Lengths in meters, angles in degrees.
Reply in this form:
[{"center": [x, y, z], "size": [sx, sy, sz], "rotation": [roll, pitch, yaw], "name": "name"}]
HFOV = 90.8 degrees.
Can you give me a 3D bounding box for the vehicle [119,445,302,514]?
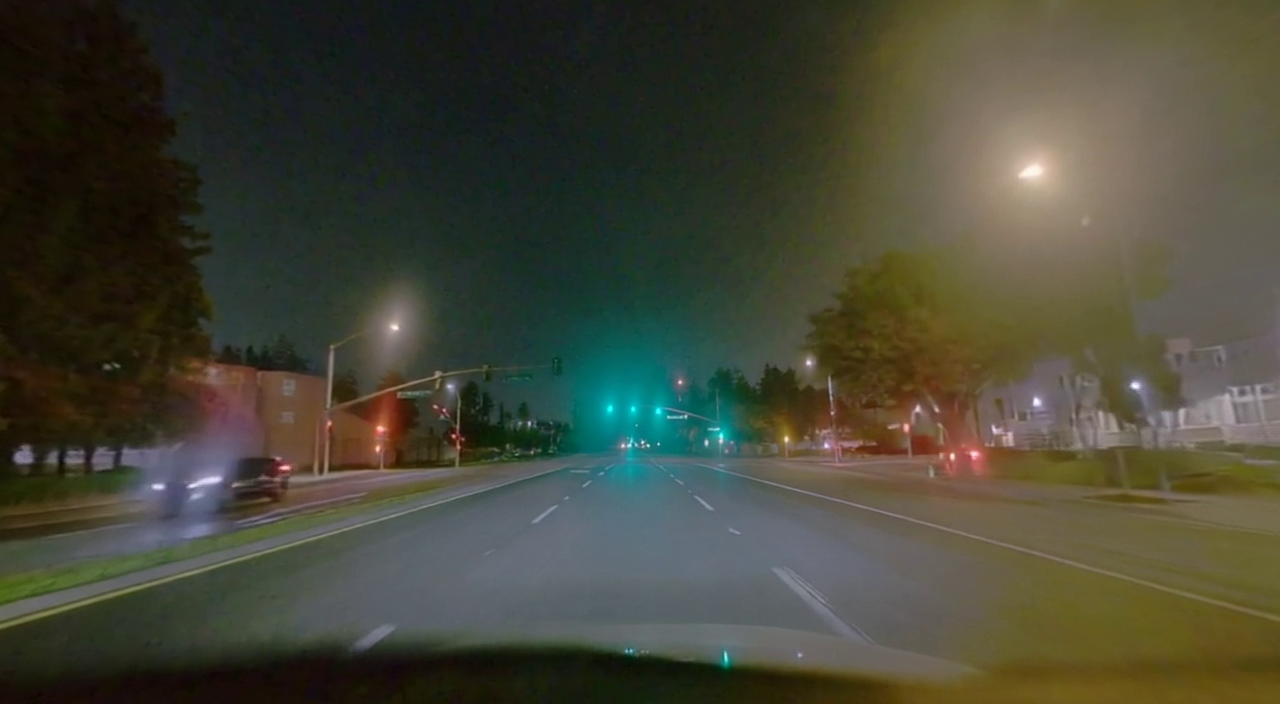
[{"center": [-12.049, 3.556, 18.205], "size": [2.033, 1.693, 4.551], "rotation": [0, -9, 0], "name": "vehicle"}]
